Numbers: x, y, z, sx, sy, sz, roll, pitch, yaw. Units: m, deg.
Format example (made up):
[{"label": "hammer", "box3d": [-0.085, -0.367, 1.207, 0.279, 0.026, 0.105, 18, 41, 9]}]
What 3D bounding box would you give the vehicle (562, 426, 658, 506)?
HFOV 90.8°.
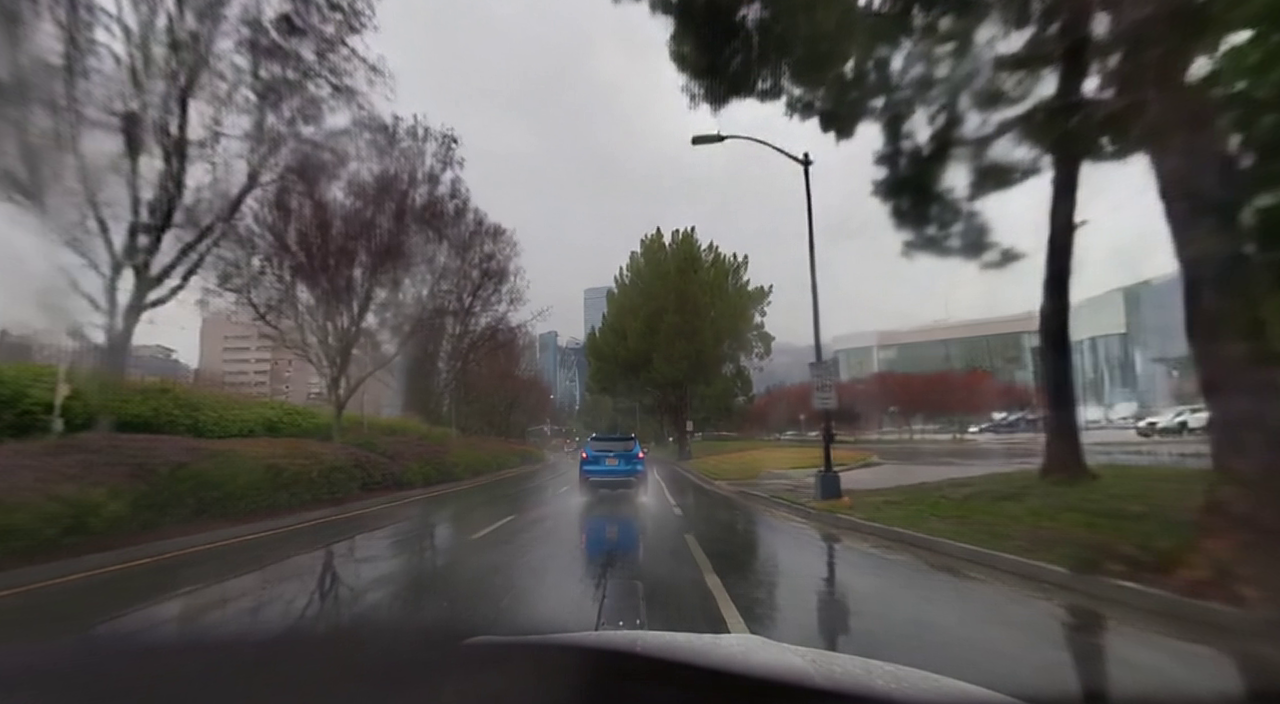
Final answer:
[{"label": "vehicle", "box3d": [-0.689, 2.877, 16.321, 2.131, 1.761, 4.242, 0, -8, 0]}]
